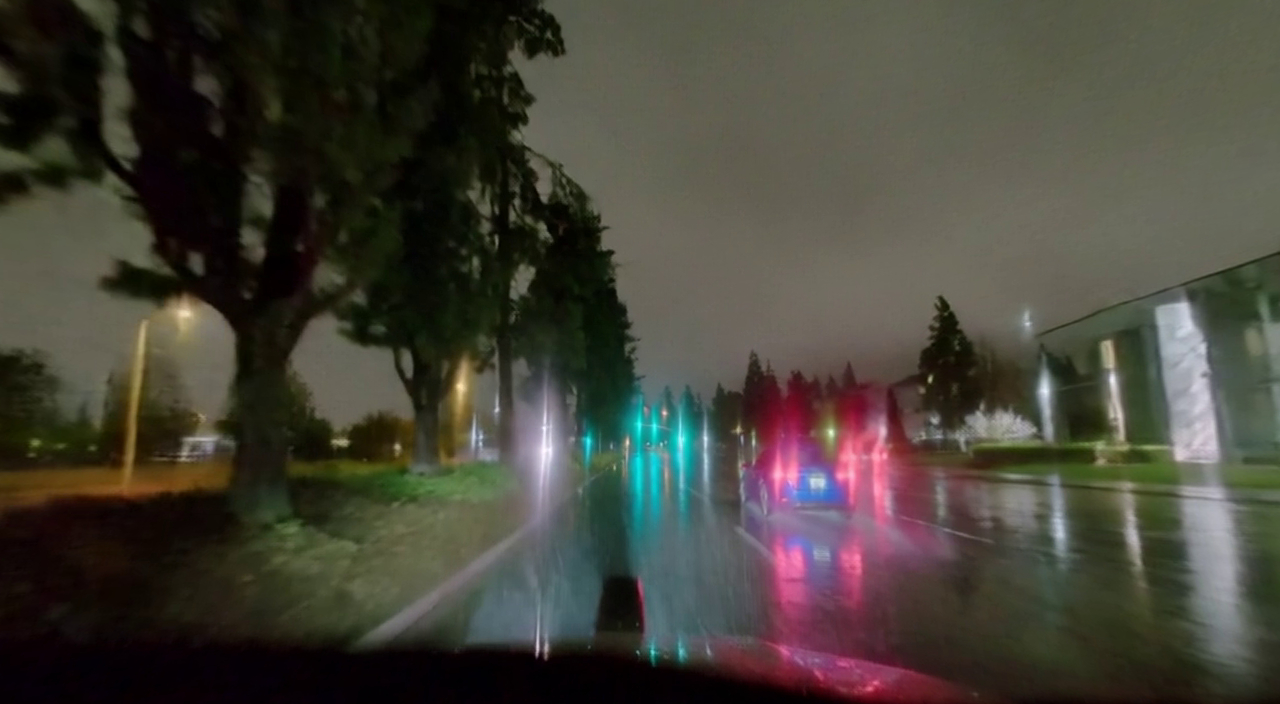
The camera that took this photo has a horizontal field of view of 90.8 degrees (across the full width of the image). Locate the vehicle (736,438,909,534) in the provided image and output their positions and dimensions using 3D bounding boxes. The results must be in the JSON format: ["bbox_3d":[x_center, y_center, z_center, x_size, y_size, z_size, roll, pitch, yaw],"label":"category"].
[{"bbox_3d":[3.169,2.417,12.021,1.950,1.473,4.259,0,-9,-1],"label":"vehicle"}]
